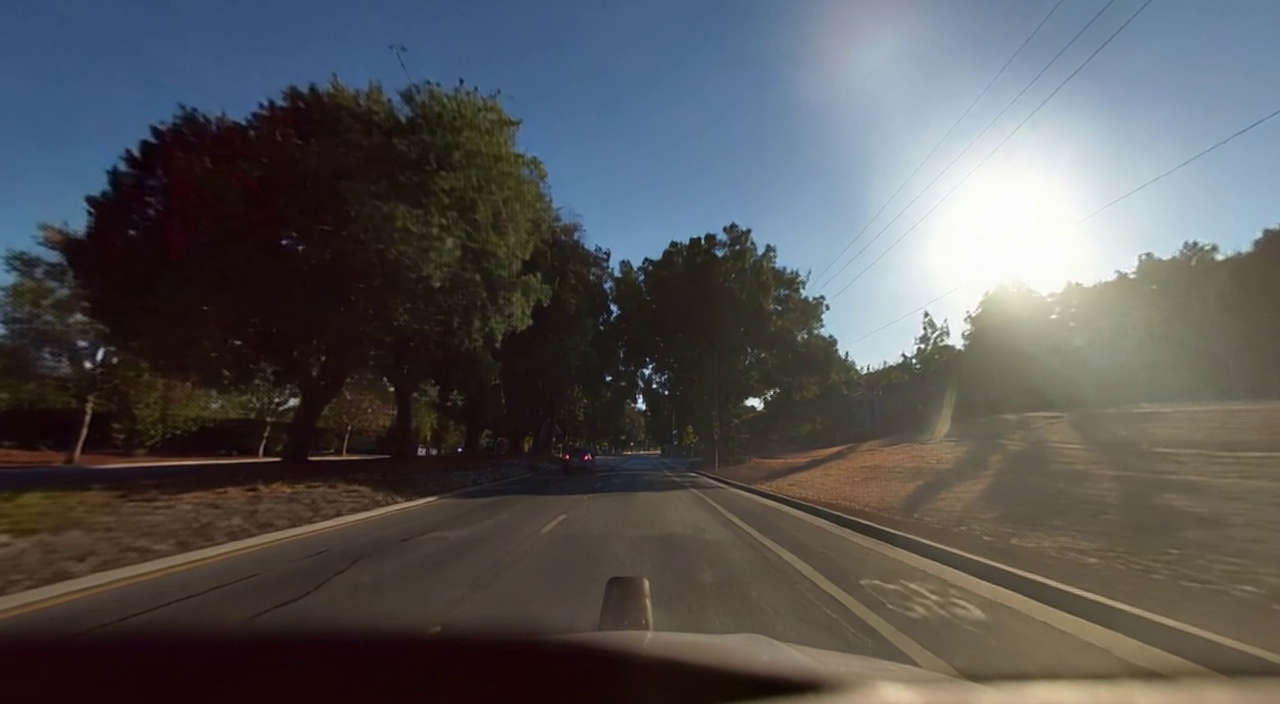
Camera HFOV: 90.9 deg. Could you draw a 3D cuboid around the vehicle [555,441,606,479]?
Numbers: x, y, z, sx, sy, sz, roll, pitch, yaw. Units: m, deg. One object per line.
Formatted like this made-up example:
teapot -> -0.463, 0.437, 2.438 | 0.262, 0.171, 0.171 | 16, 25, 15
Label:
vehicle -> -2.849, 5.259, 30.950 | 2.016, 1.694, 4.335 | 0, -8, 1
